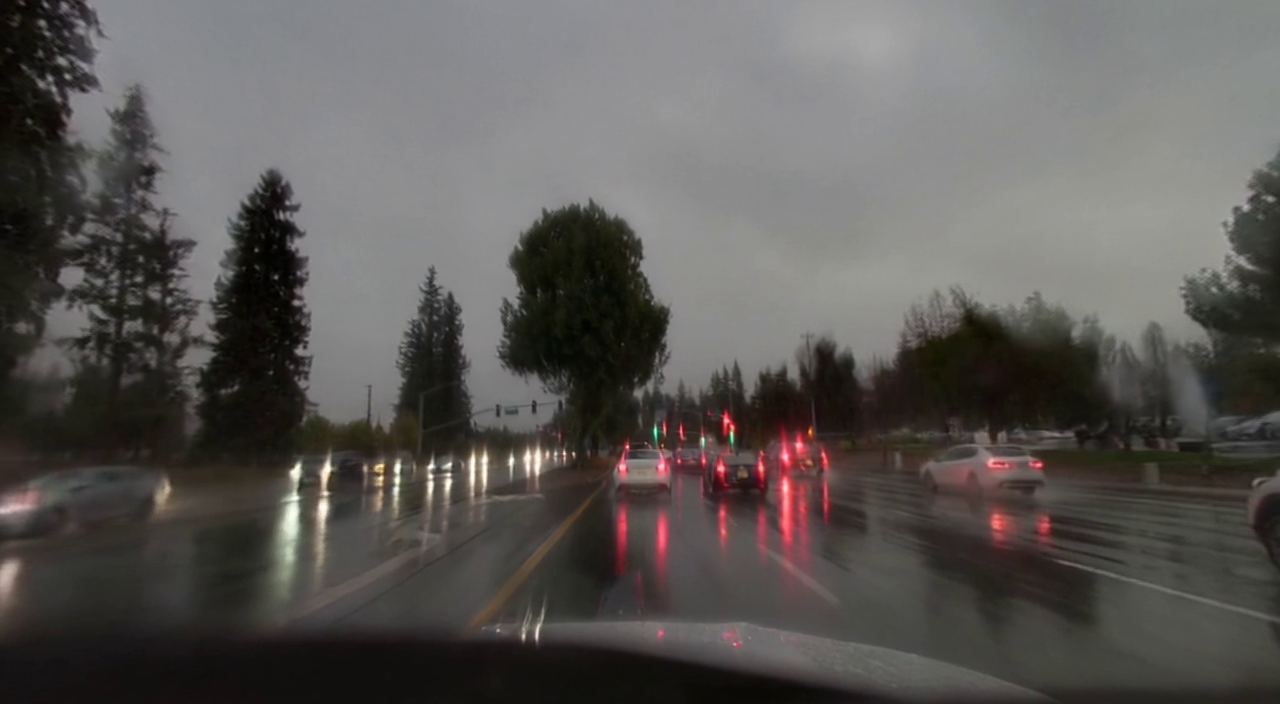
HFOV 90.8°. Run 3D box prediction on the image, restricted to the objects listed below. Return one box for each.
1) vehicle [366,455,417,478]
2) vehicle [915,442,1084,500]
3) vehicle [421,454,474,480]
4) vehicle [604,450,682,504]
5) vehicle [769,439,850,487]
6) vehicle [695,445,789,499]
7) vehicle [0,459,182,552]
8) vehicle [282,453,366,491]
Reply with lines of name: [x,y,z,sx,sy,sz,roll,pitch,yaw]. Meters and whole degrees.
vehicle: [-19.204,8.854,49.032,1.992,1.607,4.965,0,-9,0]
vehicle: [10.370,3.444,18.824,1.890,1.488,5.113,0,-9,-2]
vehicle: [-12.162,7.249,40.182,1.896,1.484,4.473,0,-9,1]
vehicle: [0.029,3.504,18.202,1.990,1.347,4.067,0,-9,-2]
vehicle: [6.408,4.232,24.402,1.931,1.685,4.054,0,-9,-1]
vehicle: [3.027,3.675,19.897,1.970,1.445,4.974,0,-9,-2]
vehicle: [-11.993,2.974,12.825,2.002,1.500,4.536,0,-9,-1]
vehicle: [-15.841,6.006,31.978,1.908,1.703,4.547,0,-9,0]
